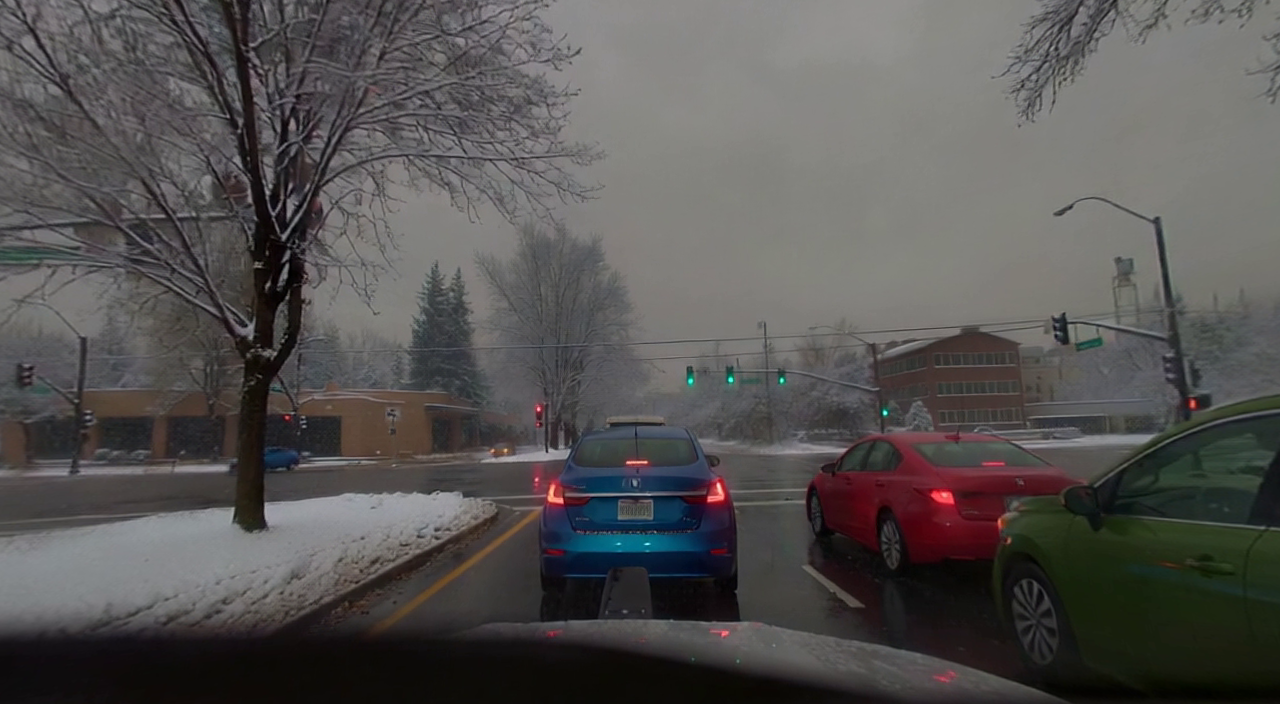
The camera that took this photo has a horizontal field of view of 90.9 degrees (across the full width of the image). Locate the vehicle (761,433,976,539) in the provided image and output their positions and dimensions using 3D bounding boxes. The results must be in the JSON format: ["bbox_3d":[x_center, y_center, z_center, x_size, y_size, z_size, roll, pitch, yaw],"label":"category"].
[{"bbox_3d":[3.687,2.254,11.295,2.054,1.482,4.654,0,-9,-1],"label":"vehicle"}]

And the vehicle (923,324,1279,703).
[{"bbox_3d":[3.720,0.930,3.426,2.162,1.829,4.519,0,-9,-1],"label":"vehicle"}]

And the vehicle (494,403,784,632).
[{"bbox_3d":[-0.023,1.477,6.511,2.074,1.631,3.793,0,-9,0],"label":"vehicle"}]
